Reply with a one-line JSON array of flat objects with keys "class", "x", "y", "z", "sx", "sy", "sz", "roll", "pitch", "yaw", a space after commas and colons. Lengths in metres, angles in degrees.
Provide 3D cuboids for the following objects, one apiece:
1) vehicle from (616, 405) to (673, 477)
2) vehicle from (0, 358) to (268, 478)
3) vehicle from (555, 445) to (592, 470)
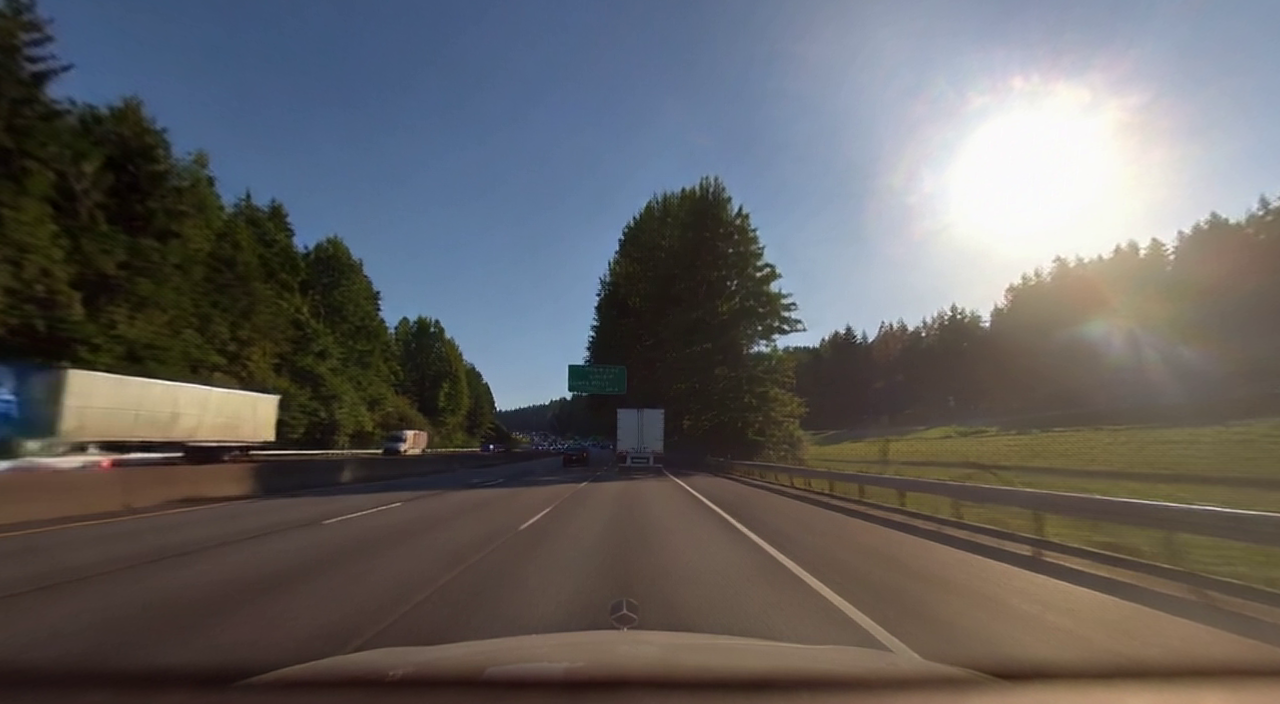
[{"class": "vehicle", "x": 0.119, "y": 5.692, "z": 39.562, "sx": 2.976, "sy": 3.800, "sz": 12.335, "roll": 0, "pitch": -9, "yaw": -1}, {"class": "vehicle", "x": -23.265, "y": 3.325, "z": 28.088, "sx": 3.069, "sy": 3.979, "sz": 17.930, "roll": 0, "pitch": -9, "yaw": -2}, {"class": "vehicle", "x": -4.395, "y": 7.066, "z": 42.321, "sx": 1.964, "sy": 1.556, "sz": 4.071, "roll": 0, "pitch": -9, "yaw": 0}]
